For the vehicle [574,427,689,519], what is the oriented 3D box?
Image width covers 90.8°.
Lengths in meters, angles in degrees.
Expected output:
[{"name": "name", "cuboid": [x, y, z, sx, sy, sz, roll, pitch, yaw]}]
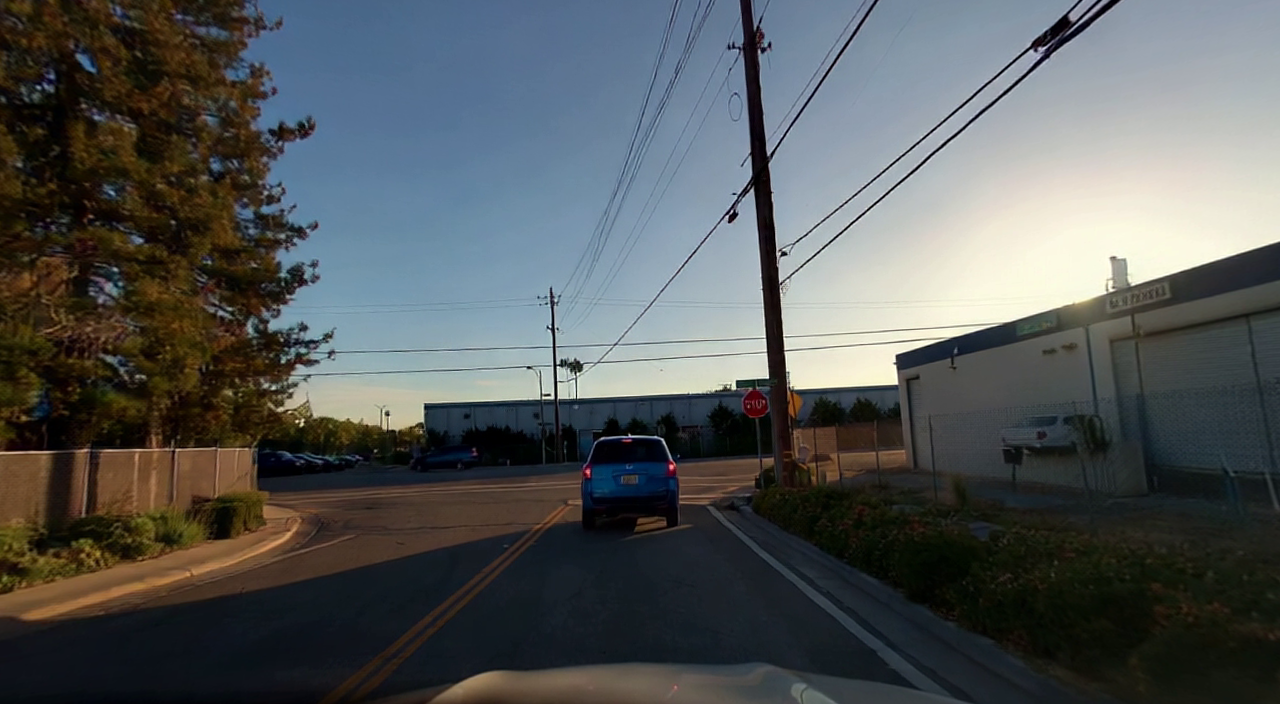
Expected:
[{"name": "vehicle", "cuboid": [-0.205, 2.566, 13.964, 2.137, 1.698, 4.166, 0, -8, -1]}]

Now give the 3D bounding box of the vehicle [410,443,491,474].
[{"name": "vehicle", "cuboid": [-11.672, 6.535, 38.953, 4.415, 1.753, 2.029, -4, -9, 24]}]
